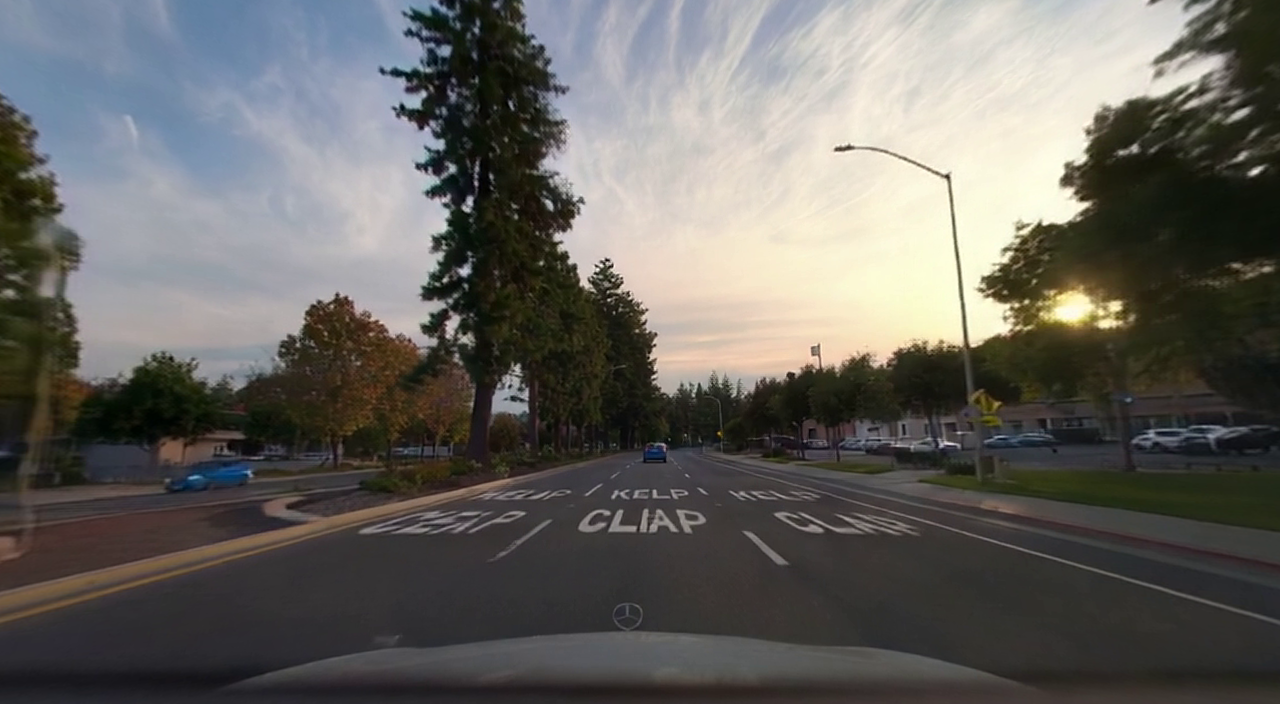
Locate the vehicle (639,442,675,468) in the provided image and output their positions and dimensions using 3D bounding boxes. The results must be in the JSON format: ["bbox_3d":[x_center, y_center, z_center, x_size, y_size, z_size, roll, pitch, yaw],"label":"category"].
[{"bbox_3d":[1.054,6.465,39.490,2.144,1.505,4.128,0,-9,1],"label":"vehicle"}]

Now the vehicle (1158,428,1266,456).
[{"bbox_3d":[31.714,5.005,34.888,4.002,1.501,2.000,0,-9,0],"label":"vehicle"}]

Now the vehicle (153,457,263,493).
[{"bbox_3d":[-20.198,5.729,29.621,1.885,1.464,4.525,0,-9,2],"label":"vehicle"}]
